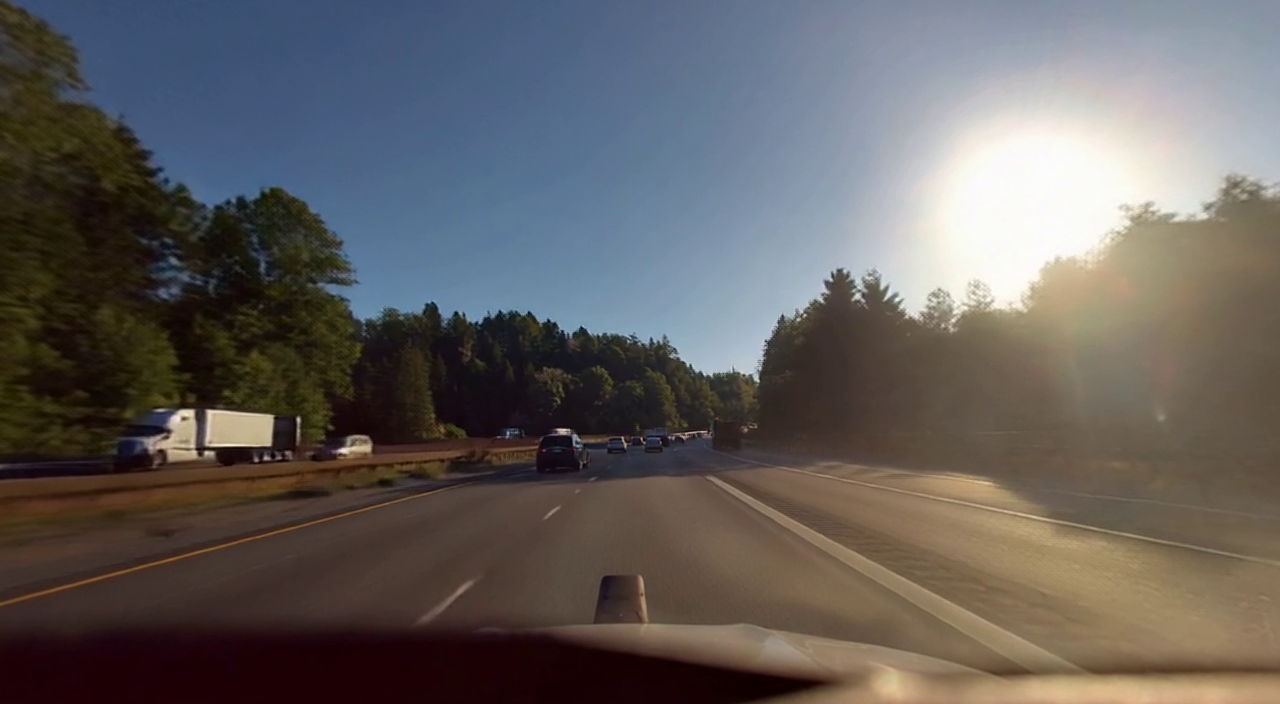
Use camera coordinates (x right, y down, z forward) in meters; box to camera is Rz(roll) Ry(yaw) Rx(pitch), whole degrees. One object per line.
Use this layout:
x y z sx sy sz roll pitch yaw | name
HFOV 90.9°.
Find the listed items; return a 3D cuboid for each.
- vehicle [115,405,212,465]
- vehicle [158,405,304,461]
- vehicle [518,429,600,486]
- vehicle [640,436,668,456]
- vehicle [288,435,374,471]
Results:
-31.574 5.521 41.973 3.154 3.765 3.782 0 -7 3 | vehicle
-31.581 6.452 49.744 3.007 3.823 12.412 0 -8 1 | vehicle
-2.424 3.273 19.985 2.137 1.618 4.209 0 -8 -1 | vehicle
1.048 7.021 47.245 2.004 1.465 3.842 0 -8 0 | vehicle
-15.710 5.137 32.365 2.000 1.692 4.497 0 -8 2 | vehicle
